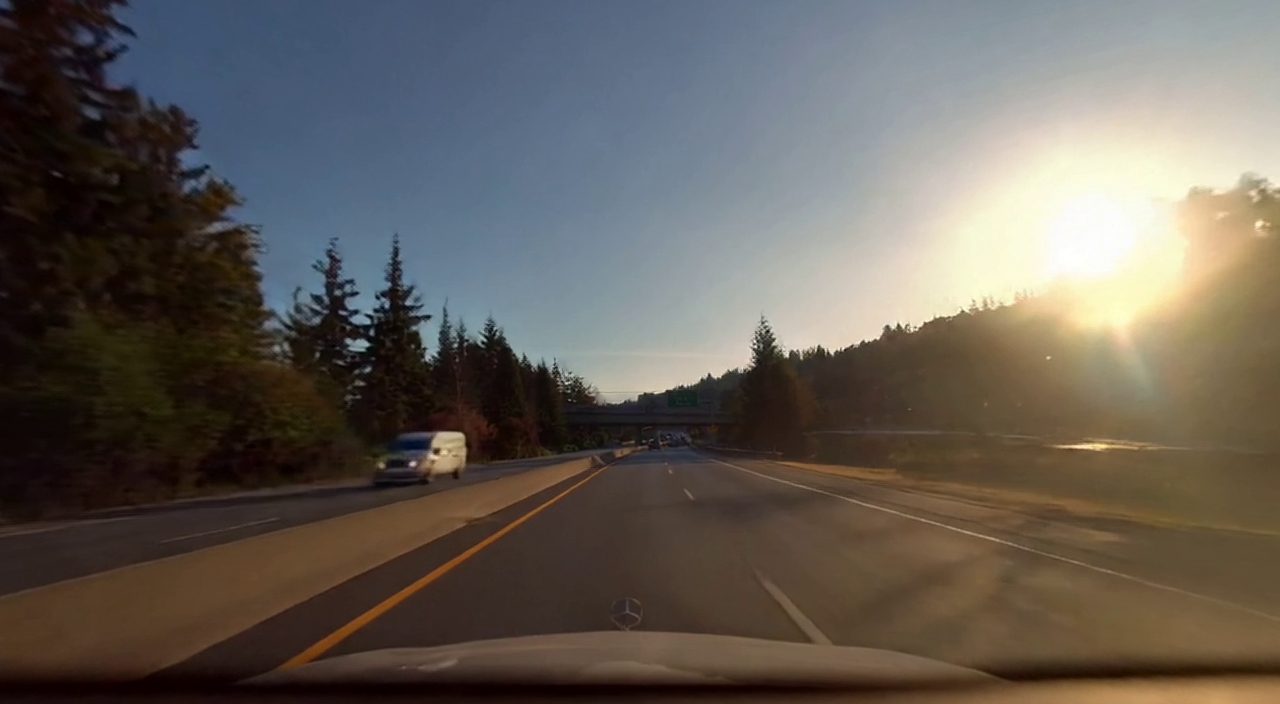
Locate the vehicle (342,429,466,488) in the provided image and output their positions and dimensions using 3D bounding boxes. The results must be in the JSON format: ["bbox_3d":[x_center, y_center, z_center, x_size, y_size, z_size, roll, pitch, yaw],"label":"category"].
[{"bbox_3d":[-8.596,3.960,23.718,2.344,1.898,5.764,-1,-9,1],"label":"vehicle"}]
